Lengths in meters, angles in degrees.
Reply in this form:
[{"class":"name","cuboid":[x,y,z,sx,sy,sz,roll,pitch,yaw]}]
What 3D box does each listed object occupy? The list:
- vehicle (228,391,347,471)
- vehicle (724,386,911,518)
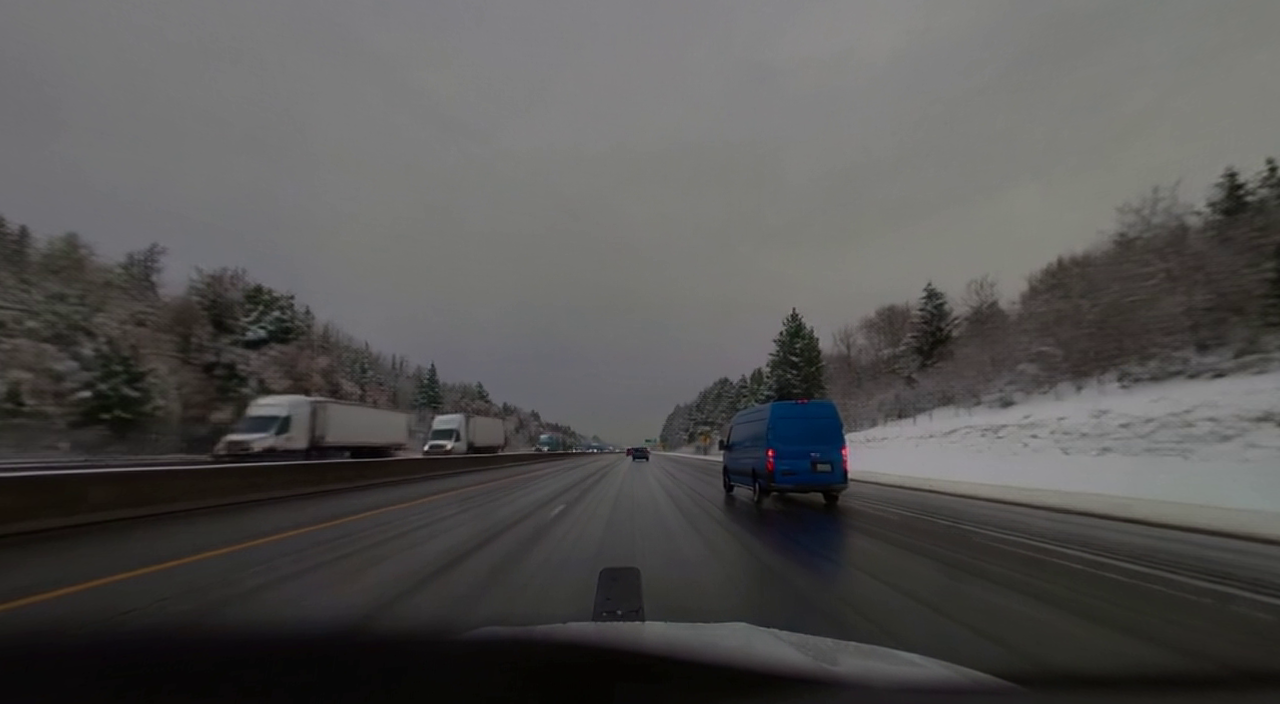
[{"class":"vehicle","cuboid":[-19.517,4.521,35.498,3.078,4.095,6.013,0,-9,0]},{"class":"vehicle","cuboid":[3.856,2.428,15.524,2.552,2.524,6.630,0,-9,-1]}]
